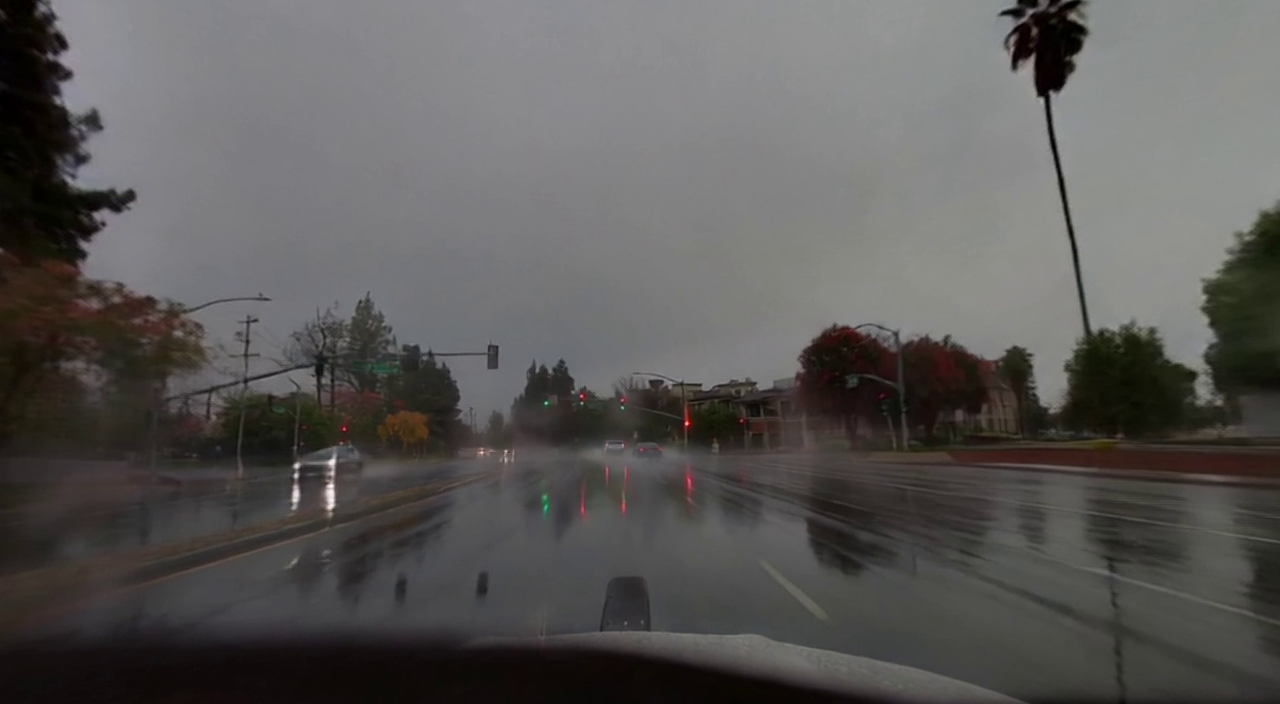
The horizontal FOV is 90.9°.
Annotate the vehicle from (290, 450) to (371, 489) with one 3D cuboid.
[{"bbox_3d":[-14.623,5.518,30.098,2.017,1.611,4.403,-1,-8,-6],"label":"vehicle"}]
